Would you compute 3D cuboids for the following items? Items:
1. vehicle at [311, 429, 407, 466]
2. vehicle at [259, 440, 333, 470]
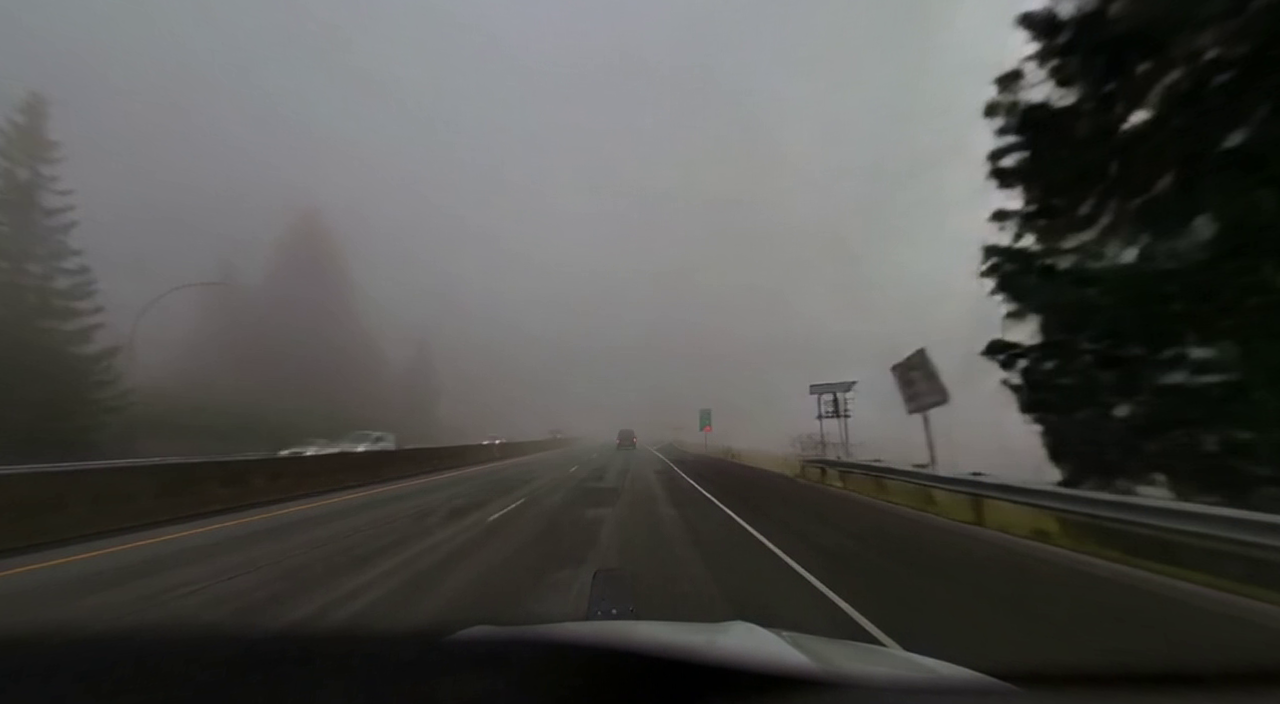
[{"bbox_3d":[-12.911,4.413,29.358,2.181,1.545,4.818,0,-8,0],"label":"vehicle"},{"bbox_3d":[-18.151,5.416,33.428,1.802,1.435,3.777,0,-8,-1],"label":"vehicle"}]
